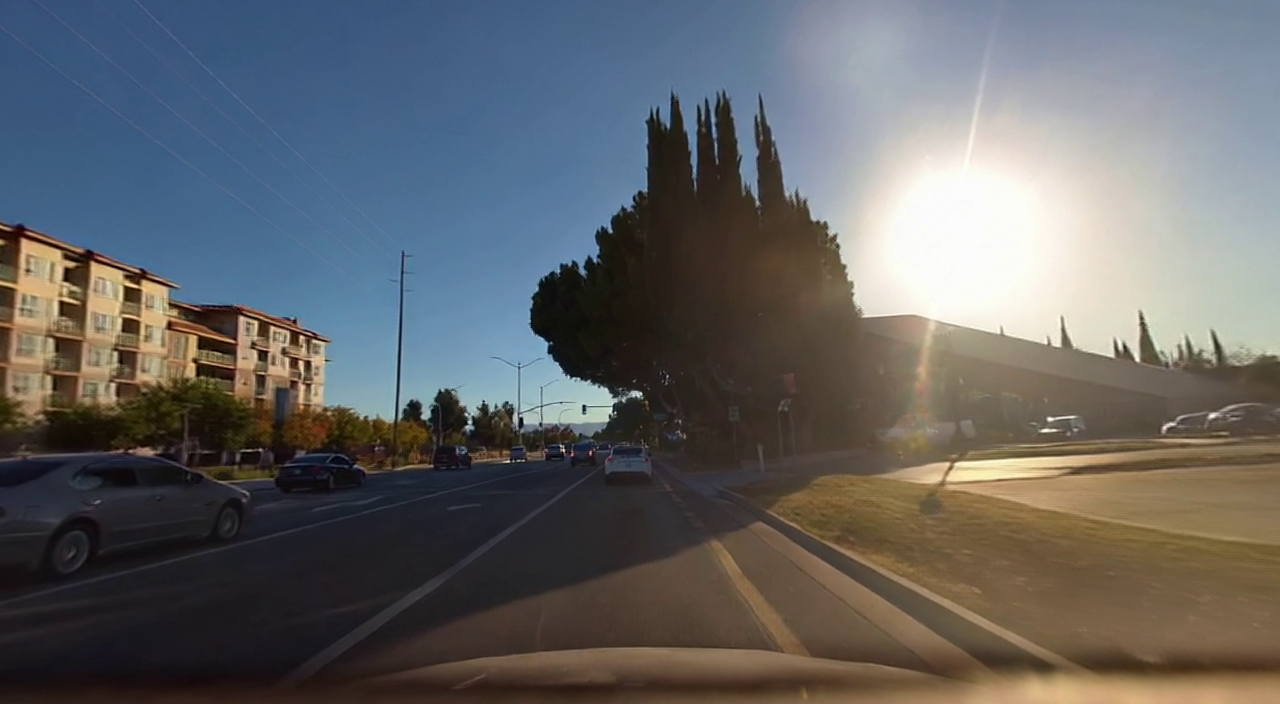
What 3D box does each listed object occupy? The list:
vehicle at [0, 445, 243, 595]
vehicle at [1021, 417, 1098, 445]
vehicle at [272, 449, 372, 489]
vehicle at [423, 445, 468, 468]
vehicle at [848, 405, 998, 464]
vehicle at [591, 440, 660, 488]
[{"bbox_3d":[-7.230,1.862,7.653,1.906,1.449,4.576,0,-8,-1],"label":"vehicle"},{"bbox_3d":[27.534,5.153,41.500,3.745,1.450,1.750,-5,-5,-3],"label":"vehicle"},{"bbox_3d":[-13.158,4.830,26.502,2.024,1.484,4.592,1,-9,-3],"label":"vehicle"},{"bbox_3d":[-14.792,7.951,48.199,2.064,1.686,4.380,0,-8,-1],"label":"vehicle"},{"bbox_3d":[12.485,3.683,28.202,5.253,2.014,2.666,-5,-7,-5],"label":"vehicle"},{"bbox_3d":[-0.471,3.749,21.501,2.099,1.469,4.389,0,-8,-1],"label":"vehicle"}]
